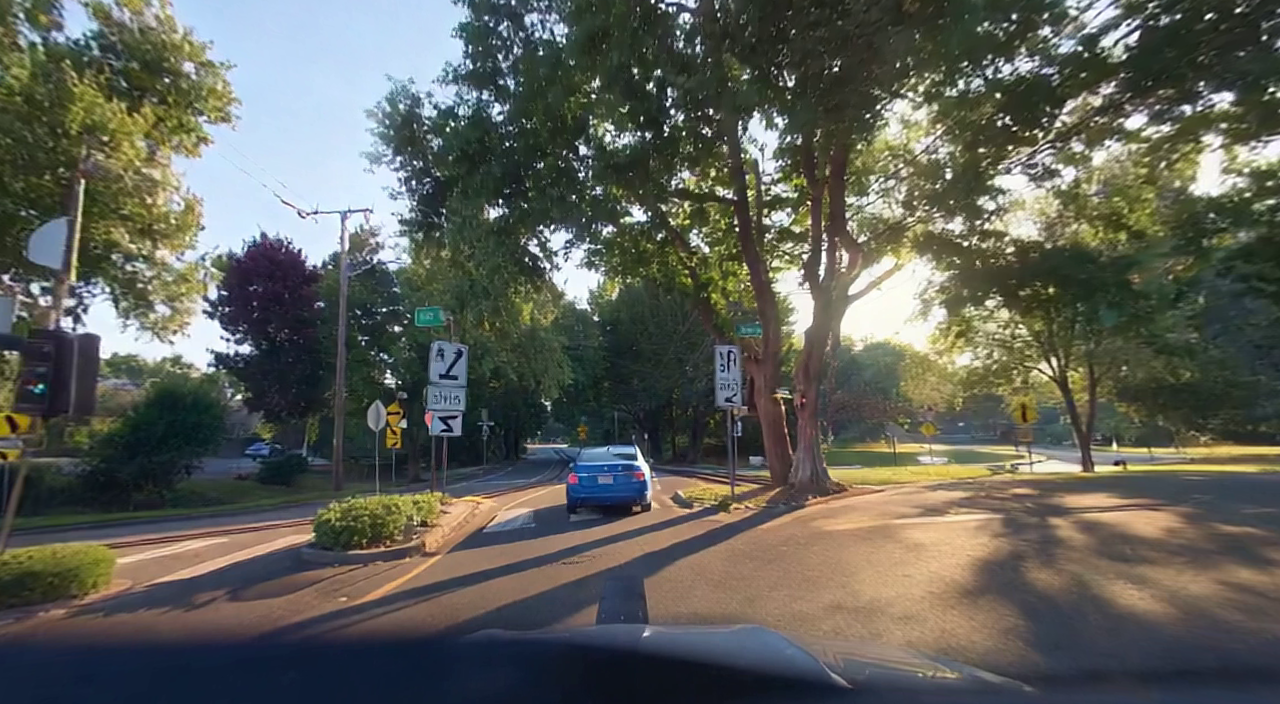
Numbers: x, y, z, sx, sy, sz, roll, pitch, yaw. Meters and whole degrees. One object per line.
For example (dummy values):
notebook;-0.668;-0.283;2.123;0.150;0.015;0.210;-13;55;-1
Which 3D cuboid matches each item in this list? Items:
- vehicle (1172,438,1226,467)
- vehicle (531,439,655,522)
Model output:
vehicle;31.928;5.709;36.039;1.959;1.493;5.020;-8;-12;43
vehicle;-0.855;2.707;13.919;2.295;1.510;4.364;0;-8;0
